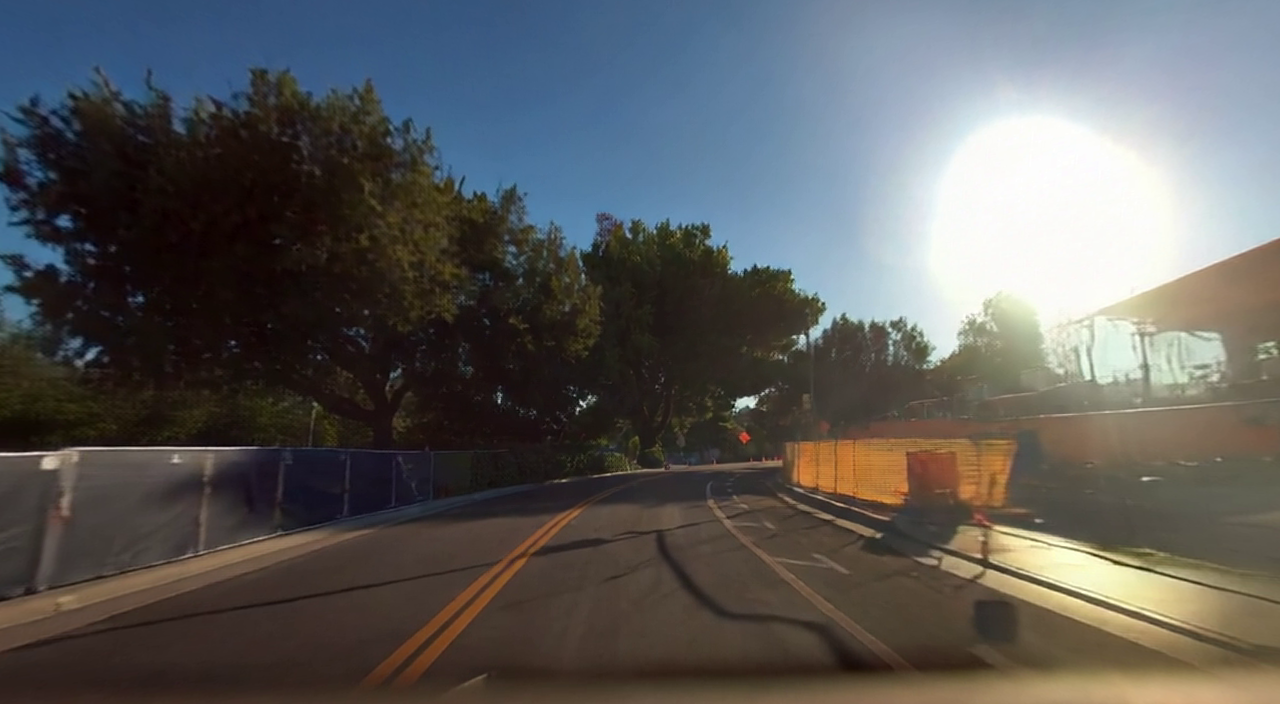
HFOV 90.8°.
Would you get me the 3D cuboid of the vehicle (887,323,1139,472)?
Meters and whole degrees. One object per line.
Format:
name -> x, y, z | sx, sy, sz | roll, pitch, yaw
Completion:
vehicle -> 11.222, 1.892, 20.892 | 2.984, 3.691, 10.409 | -1, -9, 6
